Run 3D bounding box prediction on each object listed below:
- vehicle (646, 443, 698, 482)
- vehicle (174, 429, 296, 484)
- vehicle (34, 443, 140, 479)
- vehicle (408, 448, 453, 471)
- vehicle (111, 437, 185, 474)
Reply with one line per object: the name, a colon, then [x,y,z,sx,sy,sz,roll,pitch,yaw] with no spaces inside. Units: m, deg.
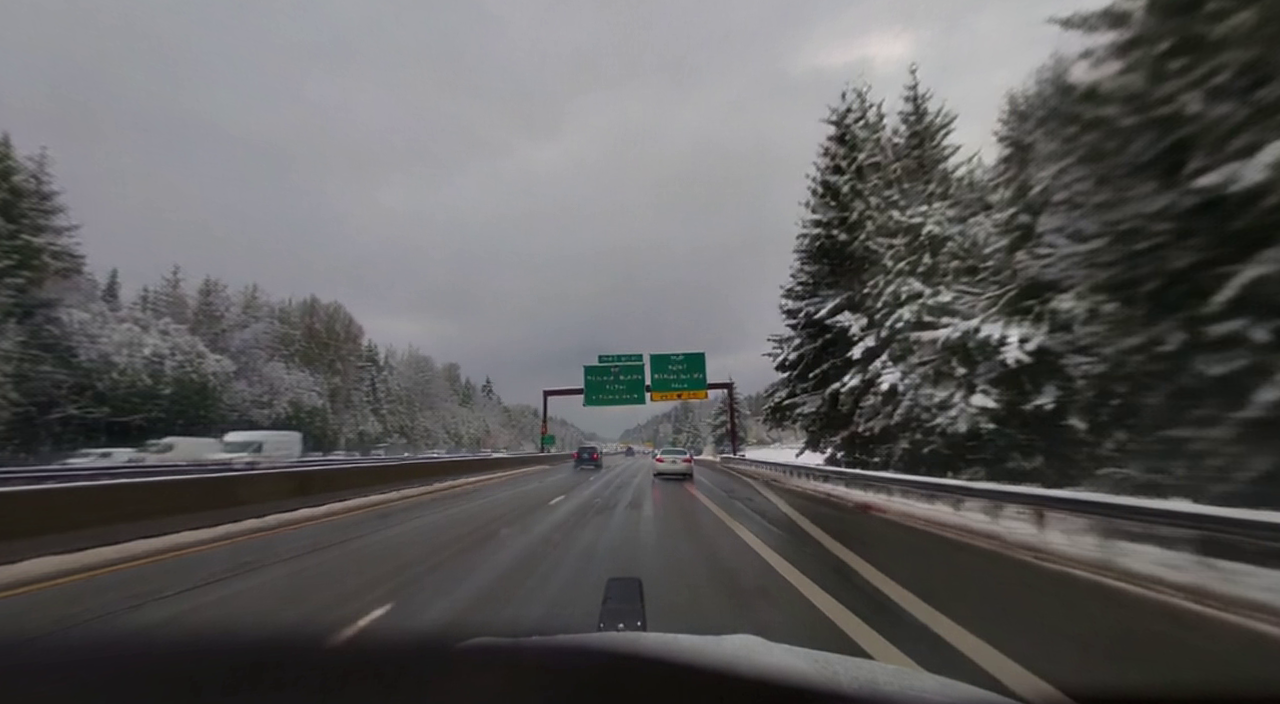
vehicle: [1.262,4.527,26.014,1.960,1.456,3.818,-1,-9,1]
vehicle: [-20.887,5.439,32.934,2.343,2.581,5.934,-1,-9,0]
vehicle: [-33.606,6.617,38.524,2.119,2.041,4.992,0,-9,-4]
vehicle: [-16.103,8.309,48.685,1.949,1.656,4.285,-1,-9,1]
vehicle: [-34.060,7.178,43.756,2.055,2.409,3.763,0,-9,-3]
